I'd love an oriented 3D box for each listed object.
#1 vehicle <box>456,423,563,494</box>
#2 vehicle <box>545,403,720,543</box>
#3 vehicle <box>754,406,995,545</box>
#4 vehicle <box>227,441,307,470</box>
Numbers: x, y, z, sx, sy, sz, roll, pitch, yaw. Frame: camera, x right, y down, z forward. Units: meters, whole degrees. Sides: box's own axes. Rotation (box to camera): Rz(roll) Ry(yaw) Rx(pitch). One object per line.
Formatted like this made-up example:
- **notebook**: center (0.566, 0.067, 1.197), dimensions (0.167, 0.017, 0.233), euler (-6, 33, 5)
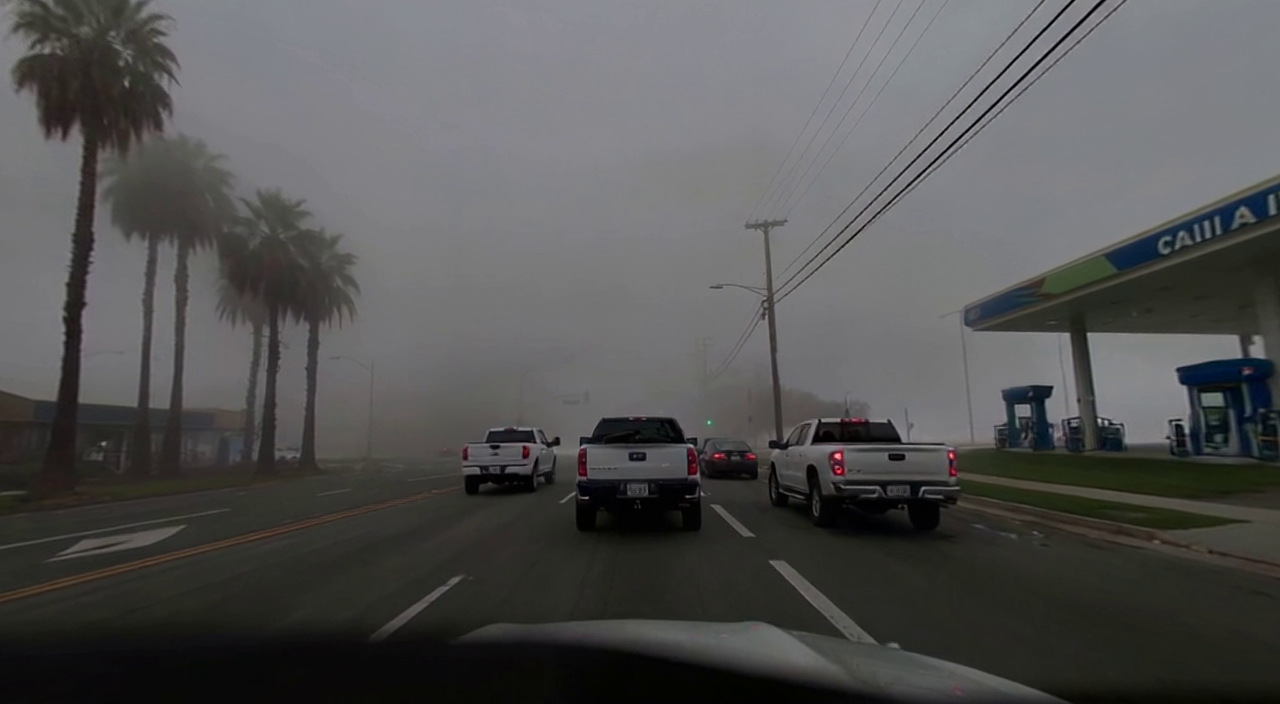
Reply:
- **vehicle**: center (-3.675, 3.114, 18.646), dimensions (2.071, 1.811, 4.605), euler (0, -8, 1)
- **vehicle**: center (-0.043, 1.995, 11.053), dimensions (2.295, 1.835, 5.471), euler (0, -8, 1)
- **vehicle**: center (3.603, 2.041, 11.128), dimensions (2.120, 1.828, 5.531), euler (0, -8, 0)
- **vehicle**: center (-29.031, 8.043, 49.174), dimensions (2.543, 2.092, 6.613), euler (0, -8, -3)
